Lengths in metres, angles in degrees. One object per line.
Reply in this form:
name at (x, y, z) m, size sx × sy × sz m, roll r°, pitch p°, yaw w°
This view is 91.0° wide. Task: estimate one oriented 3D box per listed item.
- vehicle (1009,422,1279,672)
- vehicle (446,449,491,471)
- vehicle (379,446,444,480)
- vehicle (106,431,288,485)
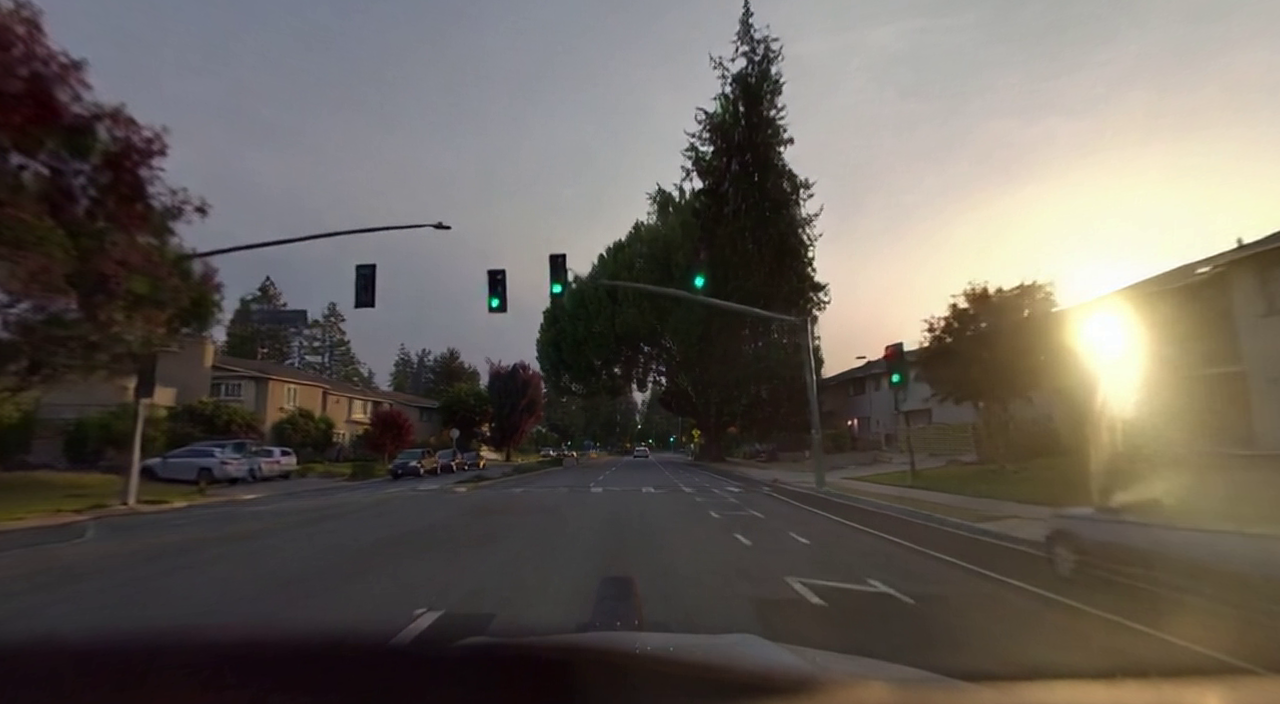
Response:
vehicle at (5.237, 1.416, 4.954) m, size 1.979 × 1.637 × 4.321 m, roll 0°, pitch -9°, yaw 0°
vehicle at (-12.145, 7.709, 44.956) m, size 1.888 × 1.477 × 4.629 m, roll -1°, pitch -10°, yaw 0°
vehicle at (-12.120, 5.917, 33.711) m, size 1.932 × 1.673 × 4.314 m, roll -1°, pitch -10°, yaw -1°
vehicle at (-17.933, 4.347, 25.697) m, size 5.656 × 1.999 × 2.307 m, roll -1°, pitch -10°, yaw 2°
